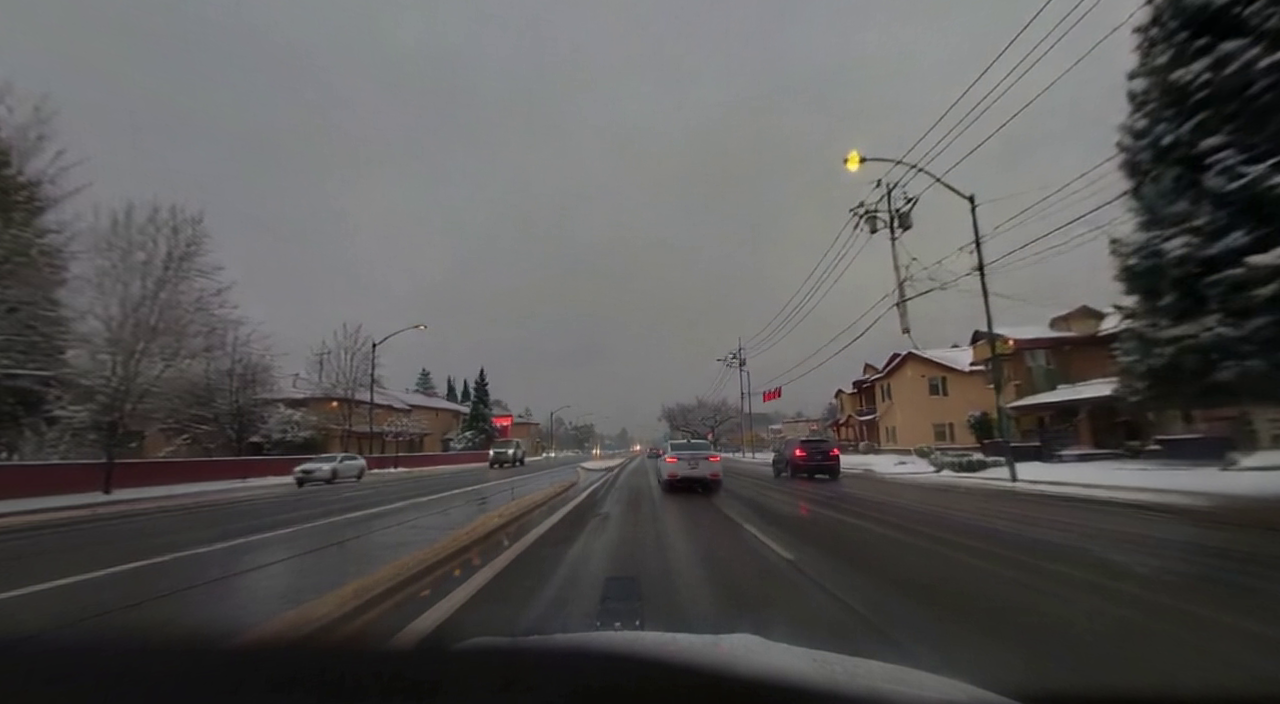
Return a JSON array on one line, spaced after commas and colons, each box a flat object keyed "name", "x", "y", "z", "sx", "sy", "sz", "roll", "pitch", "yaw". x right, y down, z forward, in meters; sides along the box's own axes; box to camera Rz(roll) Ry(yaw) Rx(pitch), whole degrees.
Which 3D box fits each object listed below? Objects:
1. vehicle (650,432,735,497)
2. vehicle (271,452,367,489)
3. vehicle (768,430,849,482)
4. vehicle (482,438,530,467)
[{"name": "vehicle", "x": 1.455, "y": 3.355, "z": 19.124, "sx": 2.138, "sy": 1.702, "sz": 4.168, "roll": 0, "pitch": -9, "yaw": -1}, {"name": "vehicle", "x": -14.693, "y": 5.434, "z": 29.200, "sx": 1.980, "sy": 1.513, "sz": 4.583, "roll": -1, "pitch": -9, "yaw": 1}, {"name": "vehicle", "x": 6.670, "y": 4.189, "z": 25.451, "sx": 2.061, "sy": 1.889, "sz": 4.268, "roll": 0, "pitch": -9, "yaw": 0}, {"name": "vehicle", "x": -10.413, "y": 7.907, "z": 49.559, "sx": 2.423, "sy": 2.132, "sz": 5.881, "roll": -1, "pitch": -9, "yaw": 0}]
